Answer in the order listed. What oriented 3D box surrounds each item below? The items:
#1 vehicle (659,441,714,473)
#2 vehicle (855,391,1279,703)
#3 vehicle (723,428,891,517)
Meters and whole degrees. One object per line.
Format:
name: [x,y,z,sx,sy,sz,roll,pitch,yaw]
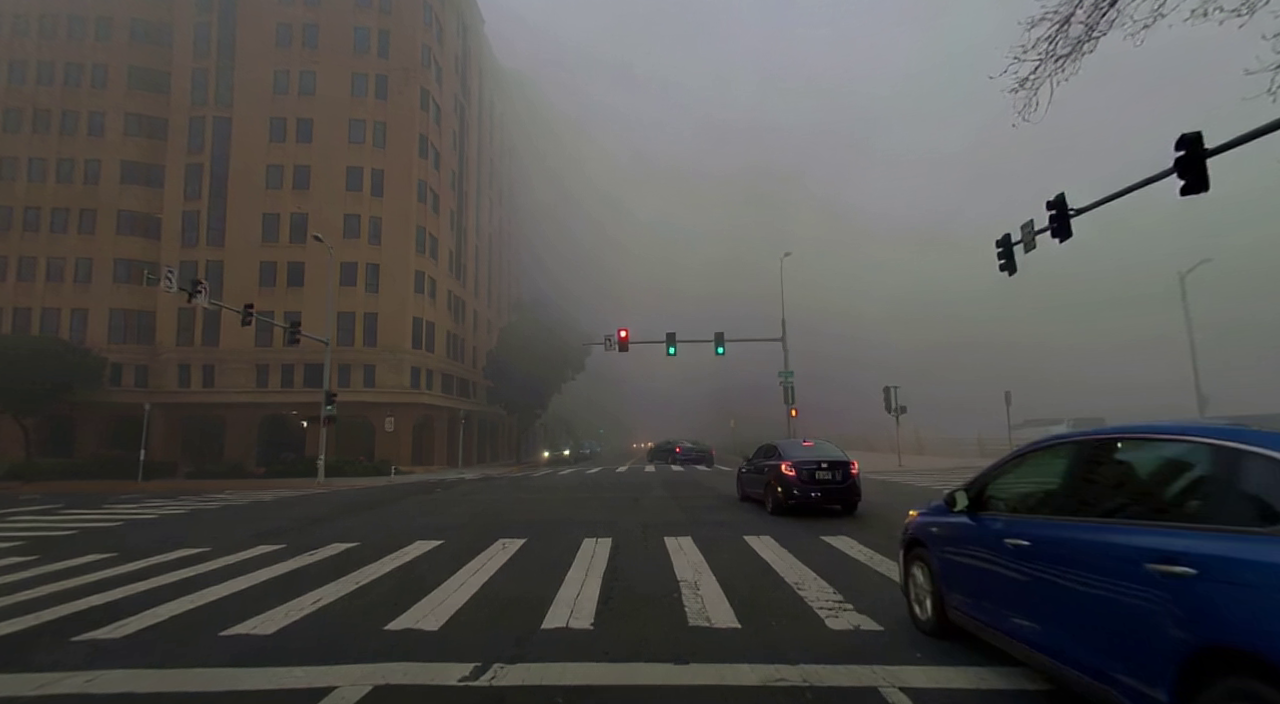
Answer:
vehicle: [2.148,5.015,30.420,2.040,1.421,4.550,0,-8,-3]
vehicle: [2.861,1.037,3.096,2.039,1.470,4.355,0,-8,0]
vehicle: [3.080,2.335,12.771,2.009,1.443,4.509,0,-8,-2]
